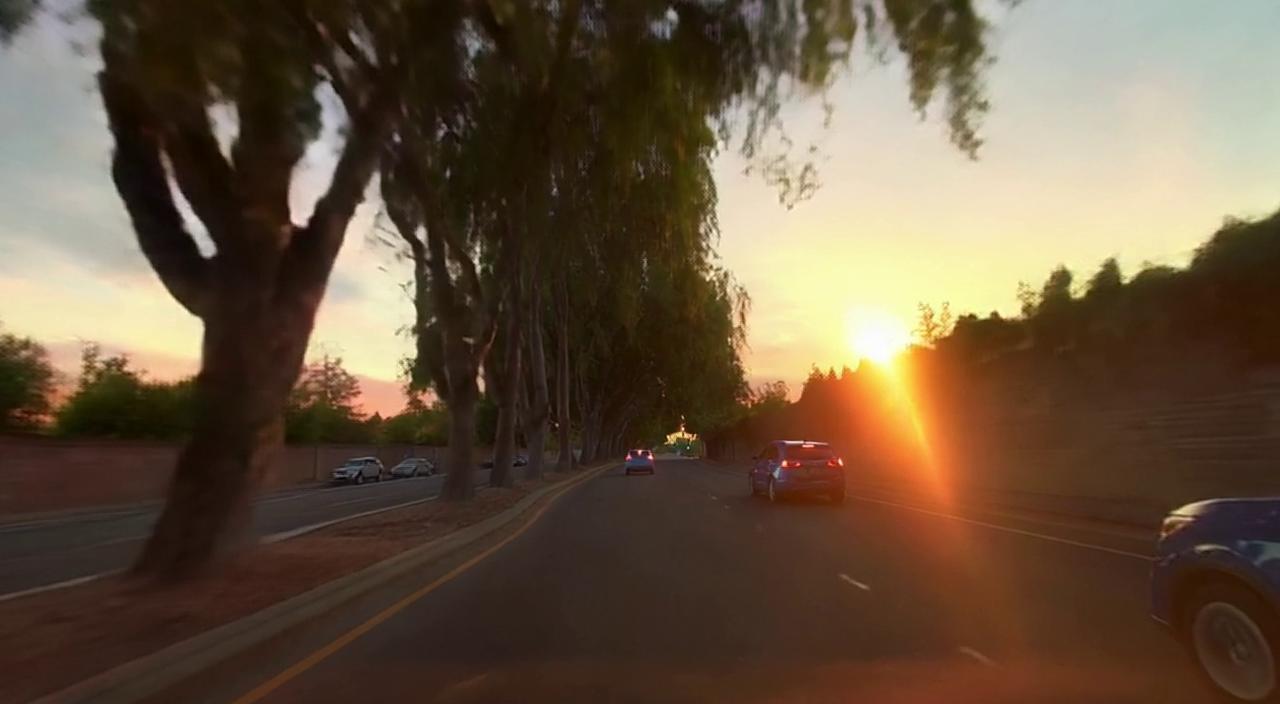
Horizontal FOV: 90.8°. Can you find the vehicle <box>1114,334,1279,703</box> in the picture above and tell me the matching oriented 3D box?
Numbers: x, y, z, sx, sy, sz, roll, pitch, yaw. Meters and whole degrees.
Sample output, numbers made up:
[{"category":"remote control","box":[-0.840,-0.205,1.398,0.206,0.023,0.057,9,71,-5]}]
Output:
[{"category":"vehicle","box":[4.030,0.553,1.091,2.470,1.751,5.015,-1,-8,0]}]

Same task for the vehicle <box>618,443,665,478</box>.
[{"category":"vehicle","box":[0.041,5.849,34.238,2.391,1.739,3.837,-1,-8,0]}]

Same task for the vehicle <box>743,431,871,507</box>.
[{"category":"vehicle","box":[4.297,3.083,17.157,2.155,1.752,4.456,-1,-8,-1]}]
